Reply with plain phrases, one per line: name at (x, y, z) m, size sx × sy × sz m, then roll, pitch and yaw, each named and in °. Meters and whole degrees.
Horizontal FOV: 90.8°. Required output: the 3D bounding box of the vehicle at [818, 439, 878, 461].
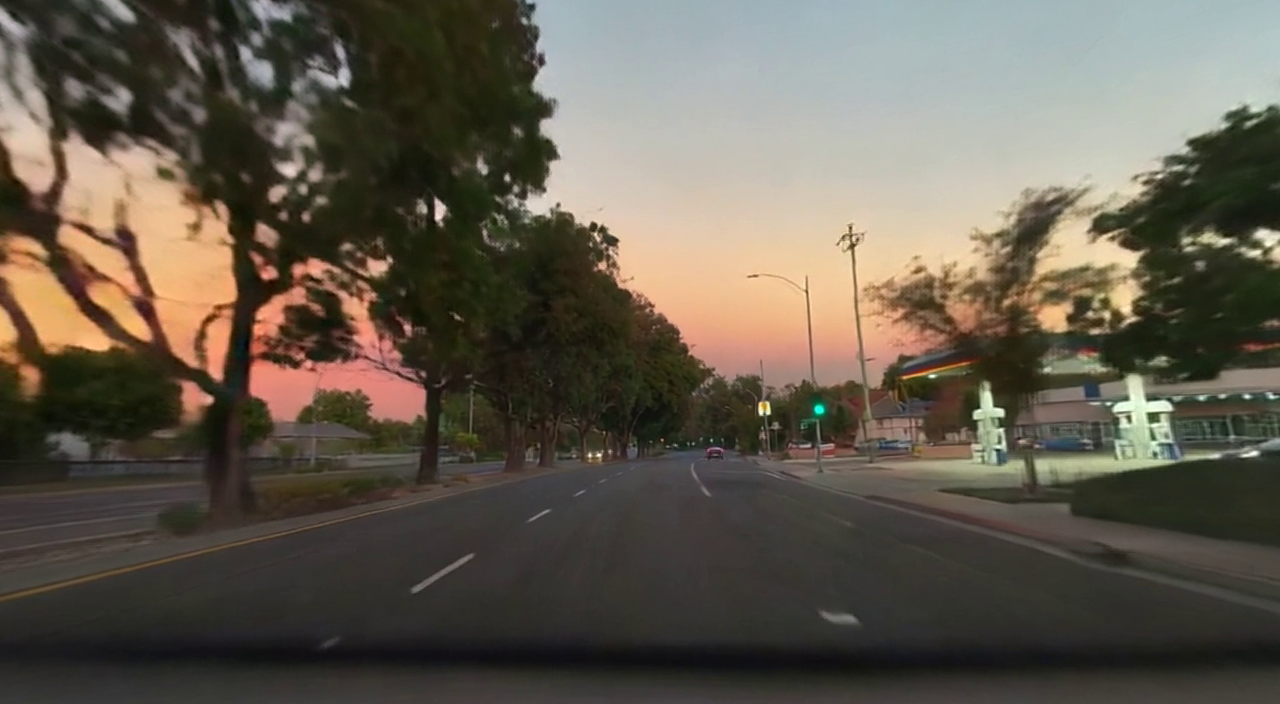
vehicle at (16.175, 7.677, 49.093) m, size 4.744 × 1.475 × 2.008 m, roll 9°, pitch -16°, yaw -38°
